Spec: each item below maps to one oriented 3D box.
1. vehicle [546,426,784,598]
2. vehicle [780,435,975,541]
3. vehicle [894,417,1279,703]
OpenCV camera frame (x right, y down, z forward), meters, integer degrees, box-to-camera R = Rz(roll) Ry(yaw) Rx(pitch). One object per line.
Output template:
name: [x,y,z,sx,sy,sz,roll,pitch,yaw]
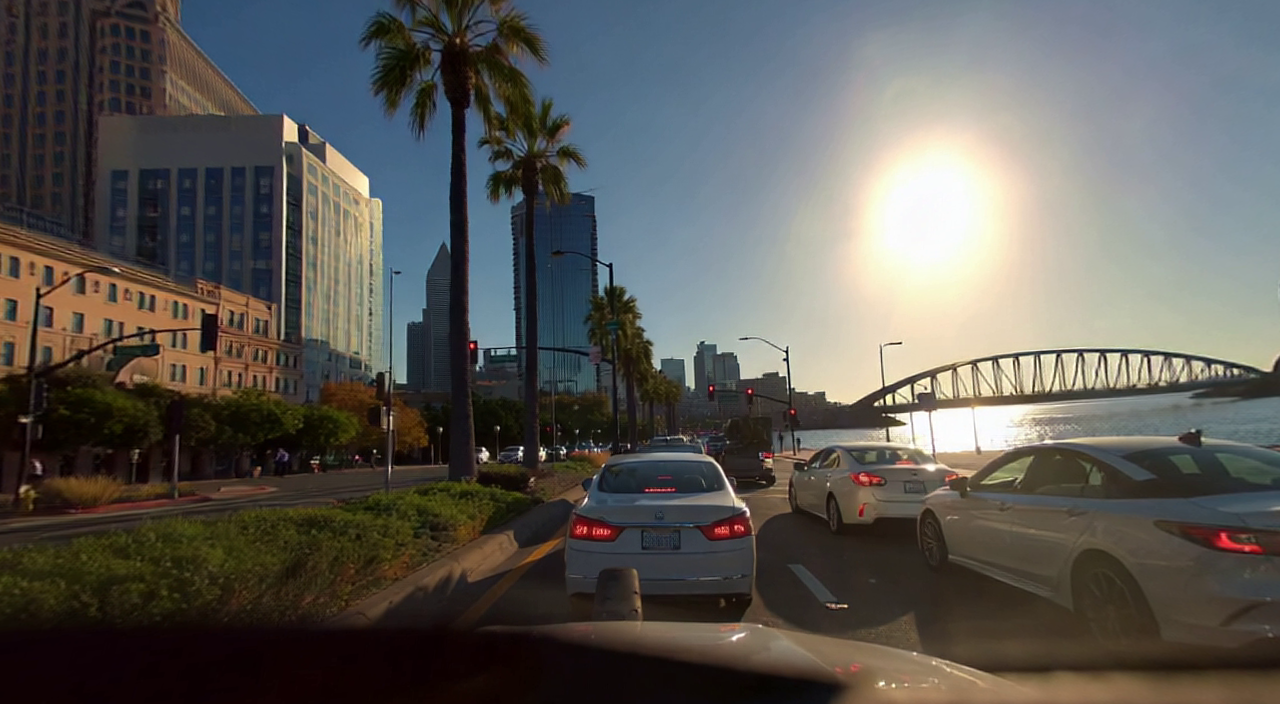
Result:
vehicle: [0.250,1.703,7.498,2.093,1.503,3.681,0,-9,1]
vehicle: [3.888,2.290,11.315,1.920,1.490,4.417,-1,-9,2]
vehicle: [3.918,1.366,5.101,1.913,1.469,4.425,0,-9,0]
